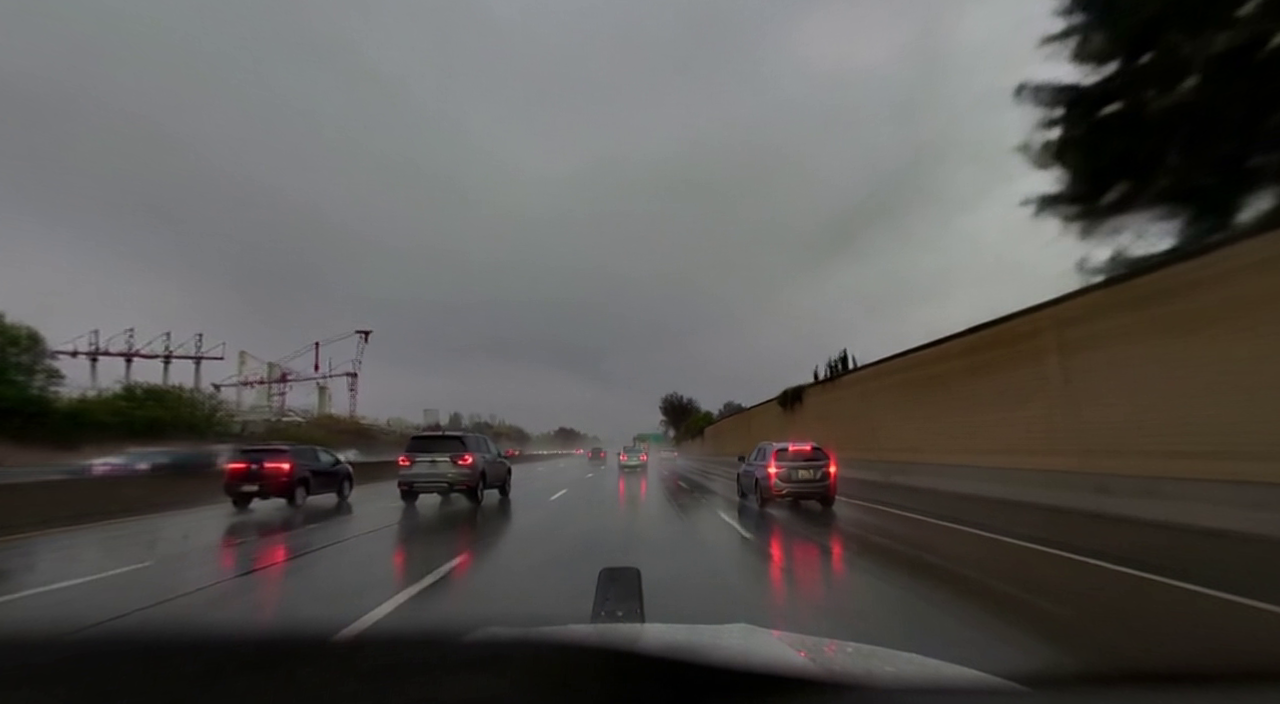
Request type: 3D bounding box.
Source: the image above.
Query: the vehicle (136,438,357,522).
[{"bbox_3d":[-8.018,2.605,13.490,1.908,1.476,4.342,0,-8,0],"label":"vehicle"}]

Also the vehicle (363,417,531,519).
[{"bbox_3d":[-3.767,2.357,13.290,2.121,1.775,4.335,0,-8,0],"label":"vehicle"}]

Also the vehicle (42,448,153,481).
[{"bbox_3d":[-30.794,6.373,36.111,1.961,1.695,4.880,0,-8,0],"label":"vehicle"}]

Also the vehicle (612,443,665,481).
[{"bbox_3d":[-0.097,4.580,26.656,2.045,1.452,4.040,0,-8,-1],"label":"vehicle"}]

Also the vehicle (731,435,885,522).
[{"bbox_3d":[3.289,2.558,13.413,1.917,1.507,4.540,0,-8,-1],"label":"vehicle"}]
